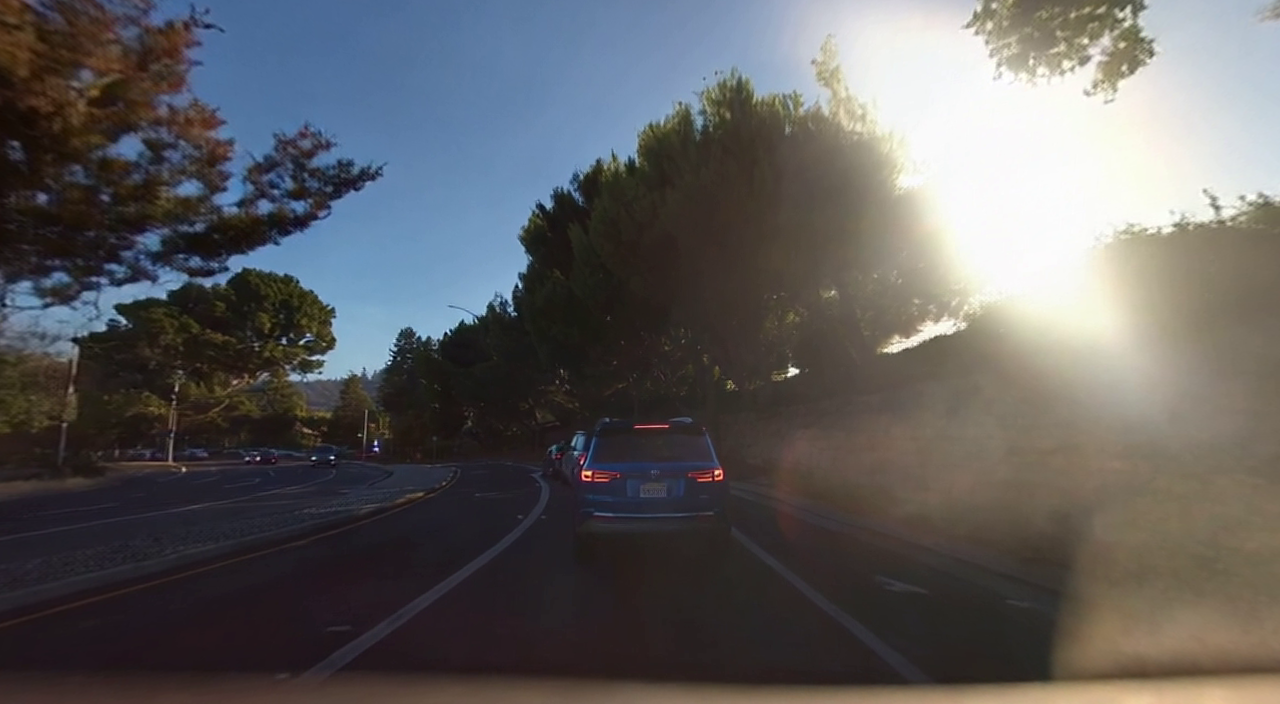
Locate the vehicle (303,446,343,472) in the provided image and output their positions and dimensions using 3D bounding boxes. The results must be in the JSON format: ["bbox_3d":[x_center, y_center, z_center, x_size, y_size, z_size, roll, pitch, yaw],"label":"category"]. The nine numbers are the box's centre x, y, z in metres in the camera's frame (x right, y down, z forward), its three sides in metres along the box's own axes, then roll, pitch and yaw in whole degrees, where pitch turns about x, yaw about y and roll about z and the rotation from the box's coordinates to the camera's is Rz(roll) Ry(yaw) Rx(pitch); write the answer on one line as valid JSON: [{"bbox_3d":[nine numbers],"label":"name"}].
[{"bbox_3d":[-22.383,7.509,44.568,2.317,1.695,4.538,4,-9,-27],"label":"vehicle"}]

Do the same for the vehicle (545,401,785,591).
[{"bbox_3d":[0.067,1.669,8.205,2.287,1.762,4.269,1,-8,-5],"label":"vehicle"}]

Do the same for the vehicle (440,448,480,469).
[{"bbox_3d":[-13.421,7.863,46.948,2.023,1.474,4.286,4,-9,-26],"label":"vehicle"}]

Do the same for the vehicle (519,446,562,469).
[{"bbox_3d":[-6.957,7.253,43.878,1.932,1.488,4.578,3,-9,-21],"label":"vehicle"}]
